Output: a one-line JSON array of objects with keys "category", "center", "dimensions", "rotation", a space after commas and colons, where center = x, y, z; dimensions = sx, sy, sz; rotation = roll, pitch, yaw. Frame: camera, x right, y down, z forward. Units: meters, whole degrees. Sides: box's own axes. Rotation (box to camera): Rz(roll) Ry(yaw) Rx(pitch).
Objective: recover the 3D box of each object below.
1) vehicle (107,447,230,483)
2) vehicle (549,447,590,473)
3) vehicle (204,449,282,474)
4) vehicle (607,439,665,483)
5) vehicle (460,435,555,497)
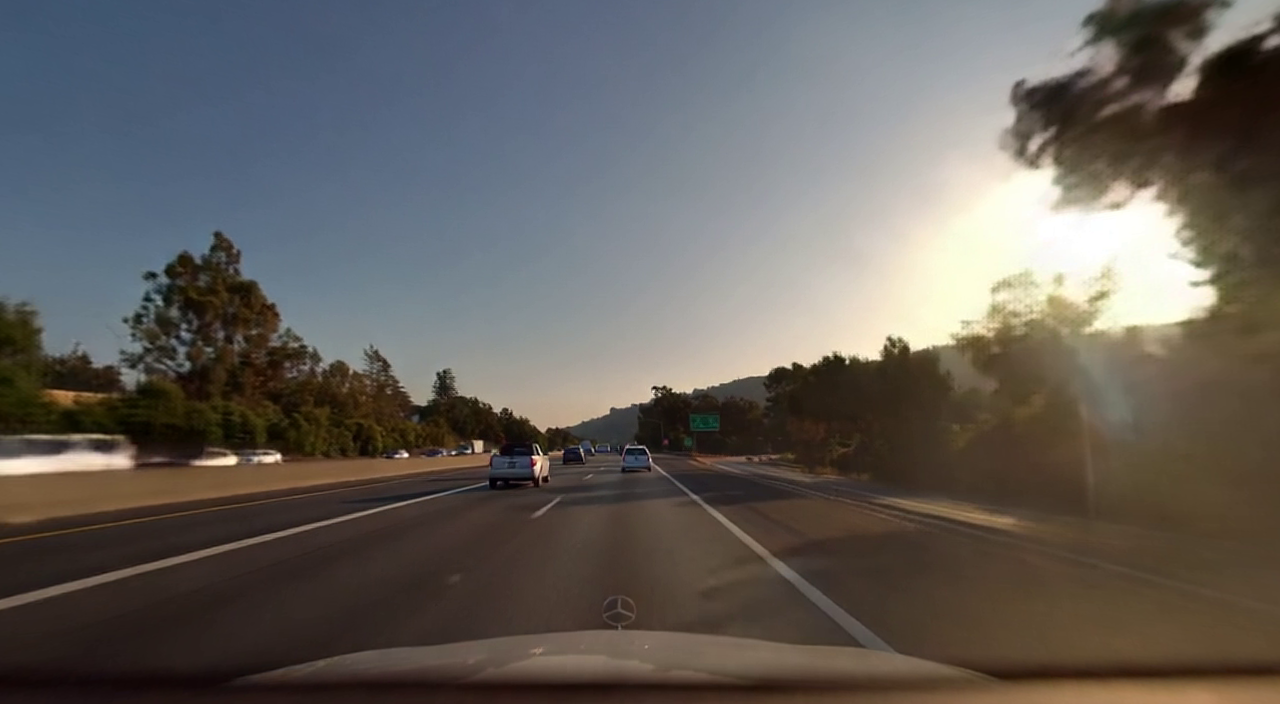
[{"category": "vehicle", "center": [-20.863, 4.982, 28.254], "dimensions": [1.907, 1.462, 4.688], "rotation": [0, -8, 0]}, {"category": "vehicle", "center": [-4.319, 6.636, 39.124], "dimensions": [2.084, 1.528, 4.094], "rotation": [0, -9, 0]}, {"category": "vehicle", "center": [-25.186, 6.934, 40.296], "dimensions": [1.861, 1.467, 4.782], "rotation": [0, -8, 0]}, {"category": "vehicle", "center": [-0.191, 4.765, 27.978], "dimensions": [2.378, 1.750, 4.355], "rotation": [0, -9, -1]}, {"category": "vehicle", "center": [-4.057, 3.569, 20.154], "dimensions": [2.044, 1.717, 4.421], "rotation": [0, -9, 1]}]
